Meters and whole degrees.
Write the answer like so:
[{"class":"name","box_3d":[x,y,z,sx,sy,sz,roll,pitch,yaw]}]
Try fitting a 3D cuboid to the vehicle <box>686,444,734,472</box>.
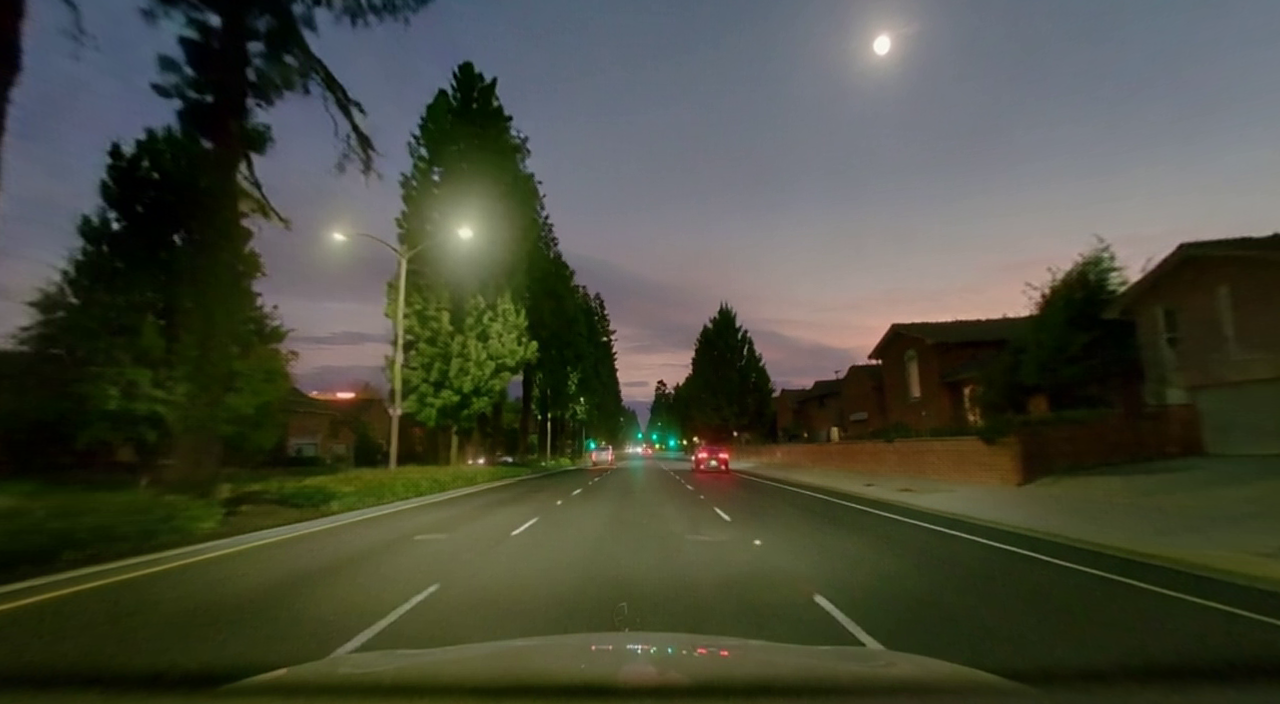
[{"class":"vehicle","box_3d":[4.122,6.319,37.864,2.237,1.578,4.621,0,-8,-1]}]
